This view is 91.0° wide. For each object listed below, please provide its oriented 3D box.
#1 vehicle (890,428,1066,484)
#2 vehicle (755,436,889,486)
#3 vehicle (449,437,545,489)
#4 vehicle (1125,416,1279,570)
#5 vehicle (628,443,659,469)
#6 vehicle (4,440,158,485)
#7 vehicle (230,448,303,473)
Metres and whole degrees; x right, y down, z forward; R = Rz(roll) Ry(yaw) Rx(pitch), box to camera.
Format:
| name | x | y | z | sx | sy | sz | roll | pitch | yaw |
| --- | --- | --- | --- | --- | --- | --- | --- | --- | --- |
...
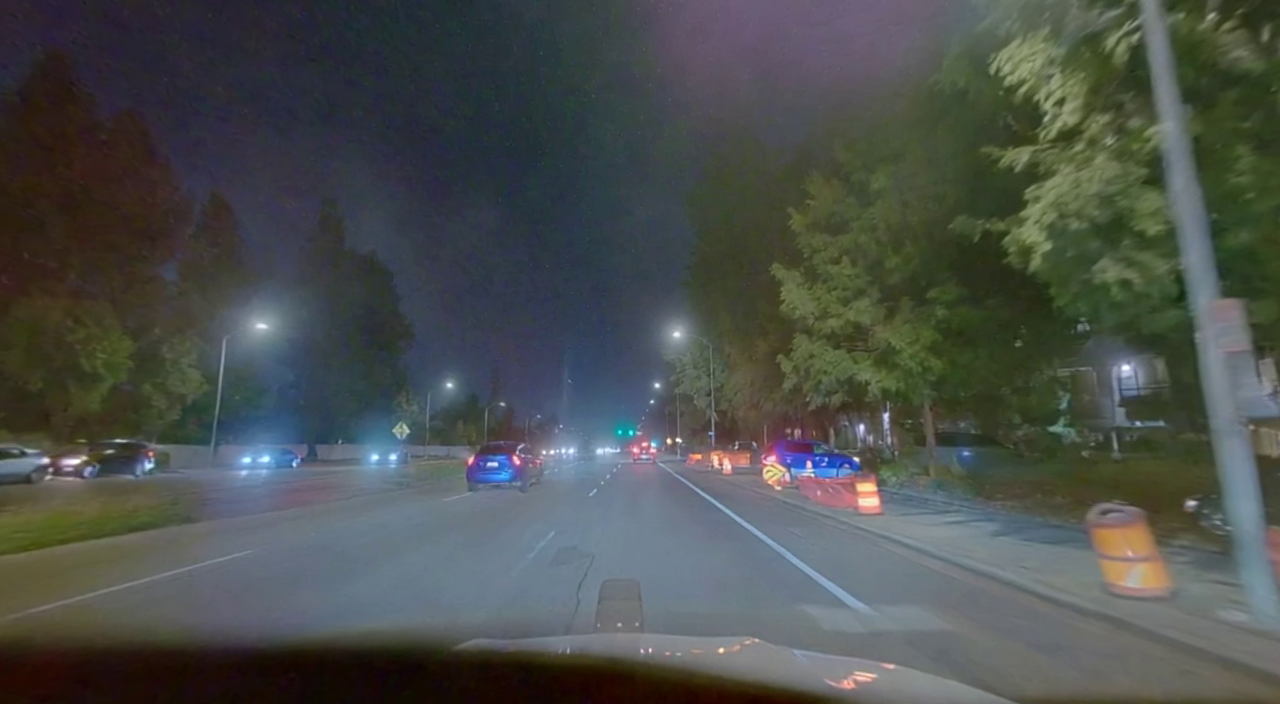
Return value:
| name | x | y | z | sx | sy | sz | roll | pitch | yaw |
| --- | --- | --- | --- | --- | --- | --- | --- | --- | --- |
| vehicle | 11.738 | 3.645 | 22.207 | 4.936 | 1.813 | 2.158 | 0 | -9 | 4 |
| vehicle | 6.719 | 4.056 | 23.713 | 4.447 | 1.754 | 2.182 | -1 | -9 | 5 |
| vehicle | -4.950 | 3.928 | 22.626 | 2.198 | 1.663 | 4.519 | 0 | -9 | 3 |
| vehicle | 8.451 | 1.522 | 7.028 | 4.366 | 1.485 | 2.026 | 0 | -9 | -1 |
| vehicle | 0.222 | 7.437 | 45.136 | 2.135 | 1.711 | 4.124 | 0 | -9 | 0 |
| vehicle | -24.886 | 4.905 | 28.360 | 2.068 | 1.807 | 5.118 | 0 | -9 | 2 |
| vehicle | -24.634 | 7.146 | 41.744 | 1.906 | 1.525 | 4.709 | 0 | -9 | 1 |
